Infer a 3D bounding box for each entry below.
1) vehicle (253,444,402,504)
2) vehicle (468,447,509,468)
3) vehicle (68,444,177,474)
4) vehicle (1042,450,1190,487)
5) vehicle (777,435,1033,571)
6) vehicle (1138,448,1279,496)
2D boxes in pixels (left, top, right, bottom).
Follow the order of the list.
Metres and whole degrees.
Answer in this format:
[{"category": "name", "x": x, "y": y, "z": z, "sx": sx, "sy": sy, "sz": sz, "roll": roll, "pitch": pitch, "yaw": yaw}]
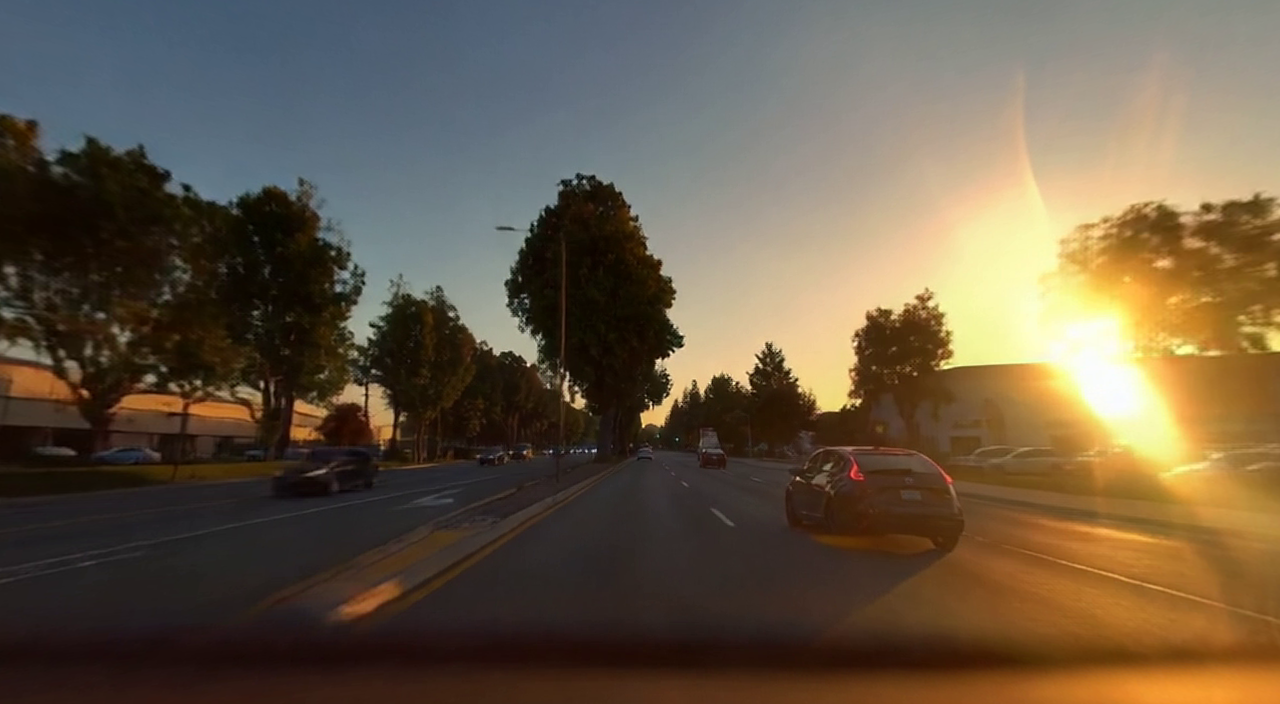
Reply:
[{"category": "vehicle", "x": -8.581, "y": 3.357, "z": 17.781, "sx": 1.946, "sy": 1.464, "sz": 4.376, "roll": 0, "pitch": -9, "yaw": 0}, {"category": "vehicle", "x": -11.766, "y": 8.234, "z": 49.100, "sx": 1.983, "sy": 1.567, "sz": 4.557, "roll": 0, "pitch": -9, "yaw": 1}, {"category": "vehicle", "x": -29.546, "y": 6.109, "z": 35.944, "sx": 4.409, "sy": 1.676, "sz": 1.917, "roll": 0, "pitch": -9, "yaw": -3}, {"category": "vehicle", "x": 19.818, "y": 4.865, "z": 26.281, "sx": 4.504, "sy": 1.448, "sz": 2.027, "roll": 0, "pitch": -9, "yaw": 0}, {"category": "vehicle", "x": 3.455, "y": 2.032, "z": 9.297, "sx": 1.935, "sy": 1.501, "sz": 4.384, "roll": 0, "pitch": -9, "yaw": 1}, {"category": "vehicle", "x": 19.231, "y": 3.876, "z": 20.541, "sx": 4.127, "sy": 1.462, "sz": 1.861, "roll": -1, "pitch": -9, "yaw": 4}]
